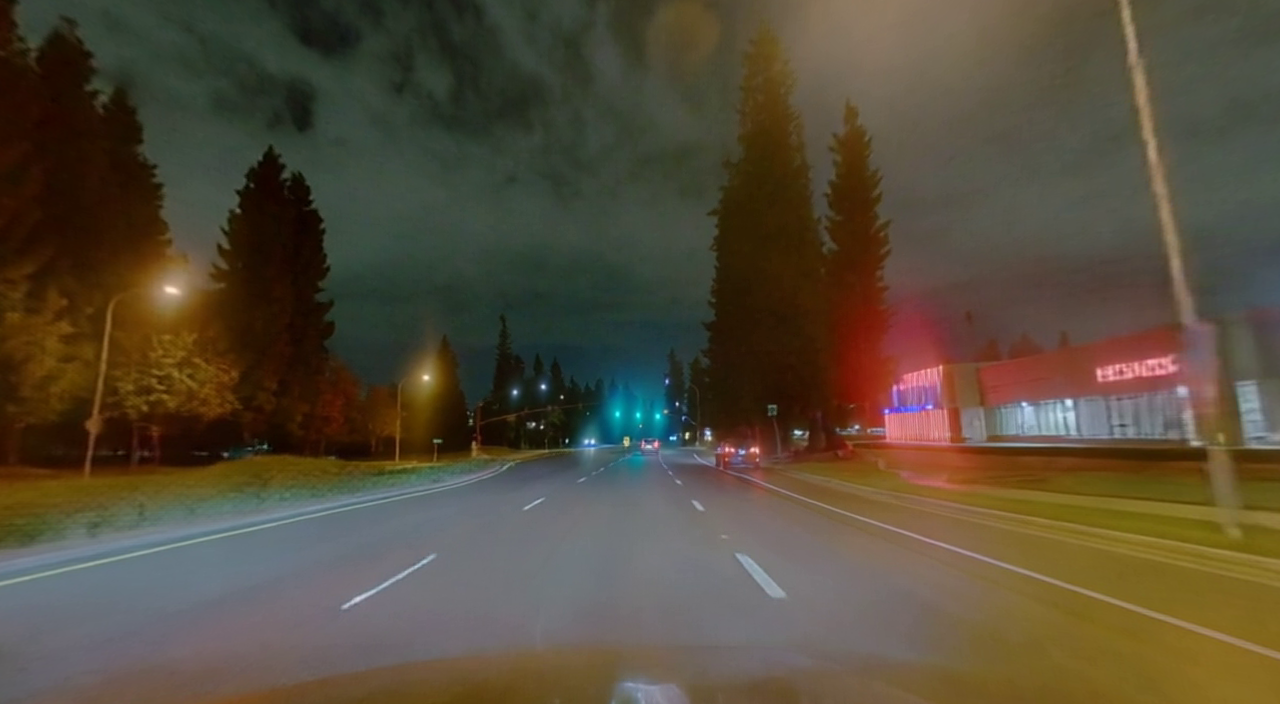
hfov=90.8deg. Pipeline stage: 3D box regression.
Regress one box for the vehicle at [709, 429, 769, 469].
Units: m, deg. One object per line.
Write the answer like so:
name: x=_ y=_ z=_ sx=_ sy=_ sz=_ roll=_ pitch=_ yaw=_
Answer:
vehicle: x=5.301 y=5.307 z=34.779 sx=2.476 sy=2.016 sz=5.586 roll=0 pitch=-8 yaw=1
